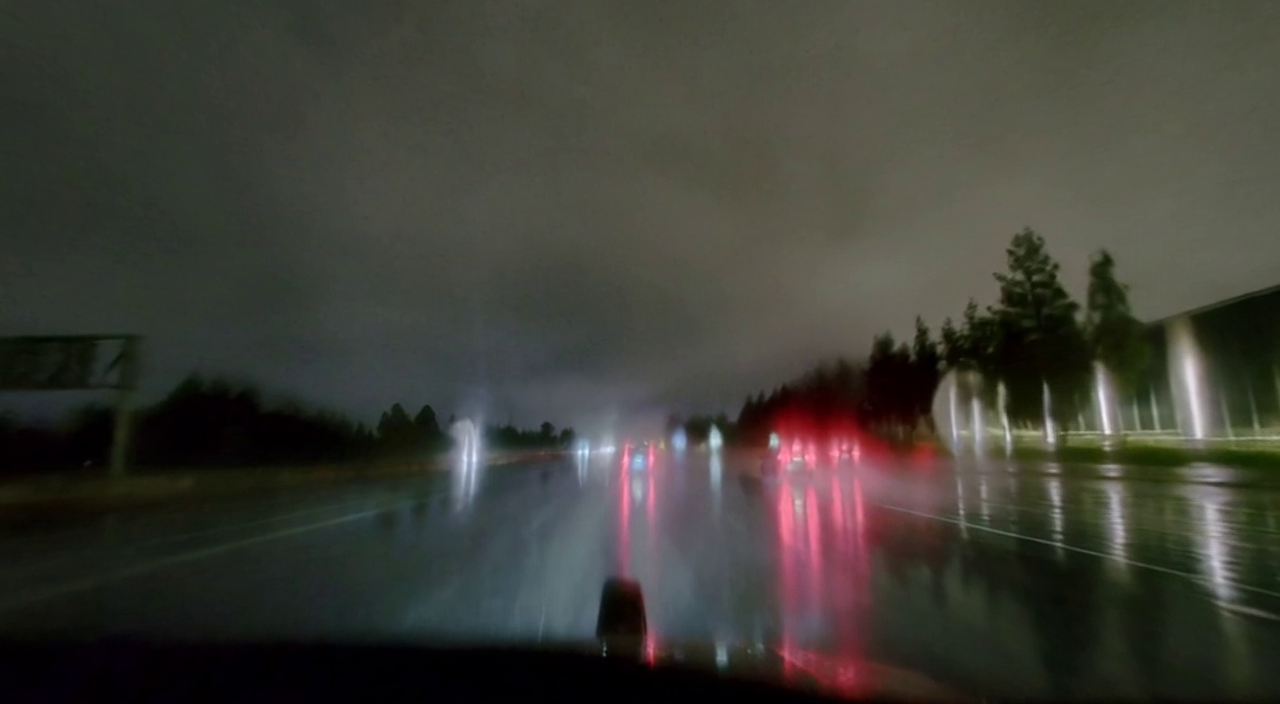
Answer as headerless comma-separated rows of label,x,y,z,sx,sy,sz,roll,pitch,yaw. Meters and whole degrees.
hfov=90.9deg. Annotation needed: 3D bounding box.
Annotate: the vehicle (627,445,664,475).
vehicle,0.291,6.173,36.176,2.015,1.639,4.086,0,-9,0
